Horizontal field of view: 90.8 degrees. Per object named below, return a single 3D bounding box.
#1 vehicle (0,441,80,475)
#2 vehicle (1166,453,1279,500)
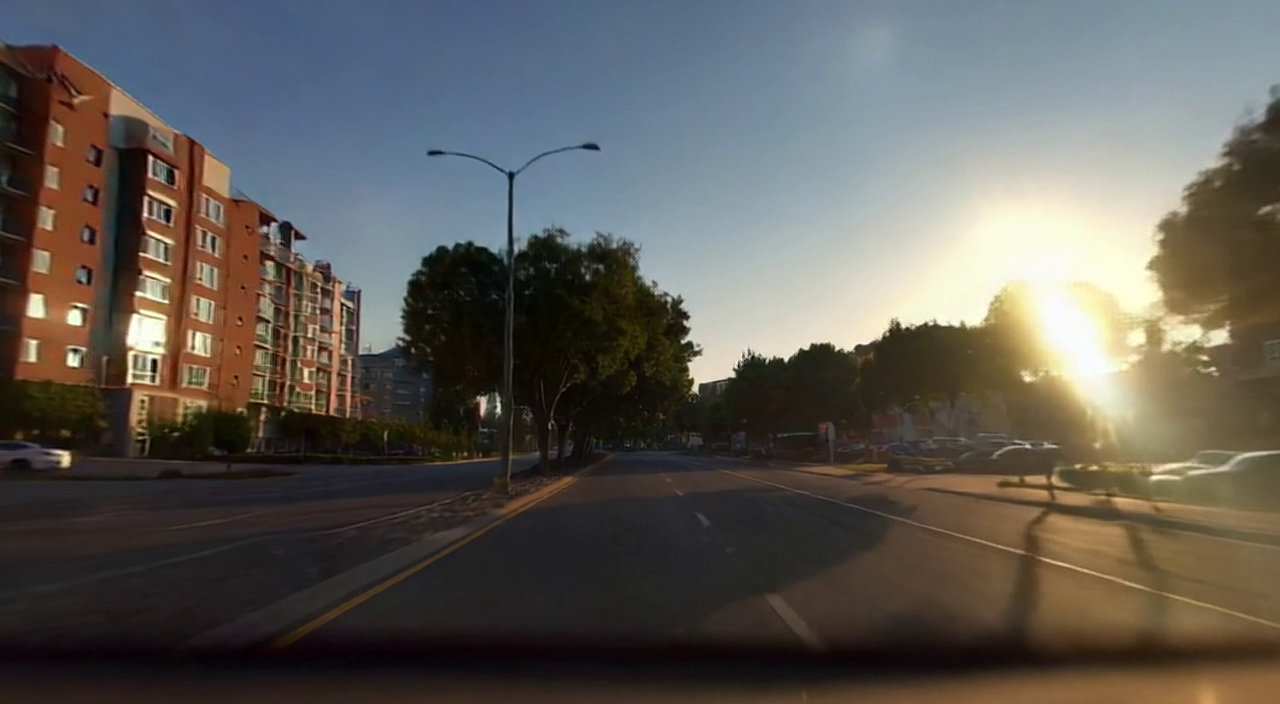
[{"bbox_3d":[-29.890,5.015,29.965,4.693,1.572,1.999,0,-9,0],"label":"vehicle"},{"bbox_3d":[20.519,4.080,20.946,4.363,1.427,1.963,0,-9,0],"label":"vehicle"}]
